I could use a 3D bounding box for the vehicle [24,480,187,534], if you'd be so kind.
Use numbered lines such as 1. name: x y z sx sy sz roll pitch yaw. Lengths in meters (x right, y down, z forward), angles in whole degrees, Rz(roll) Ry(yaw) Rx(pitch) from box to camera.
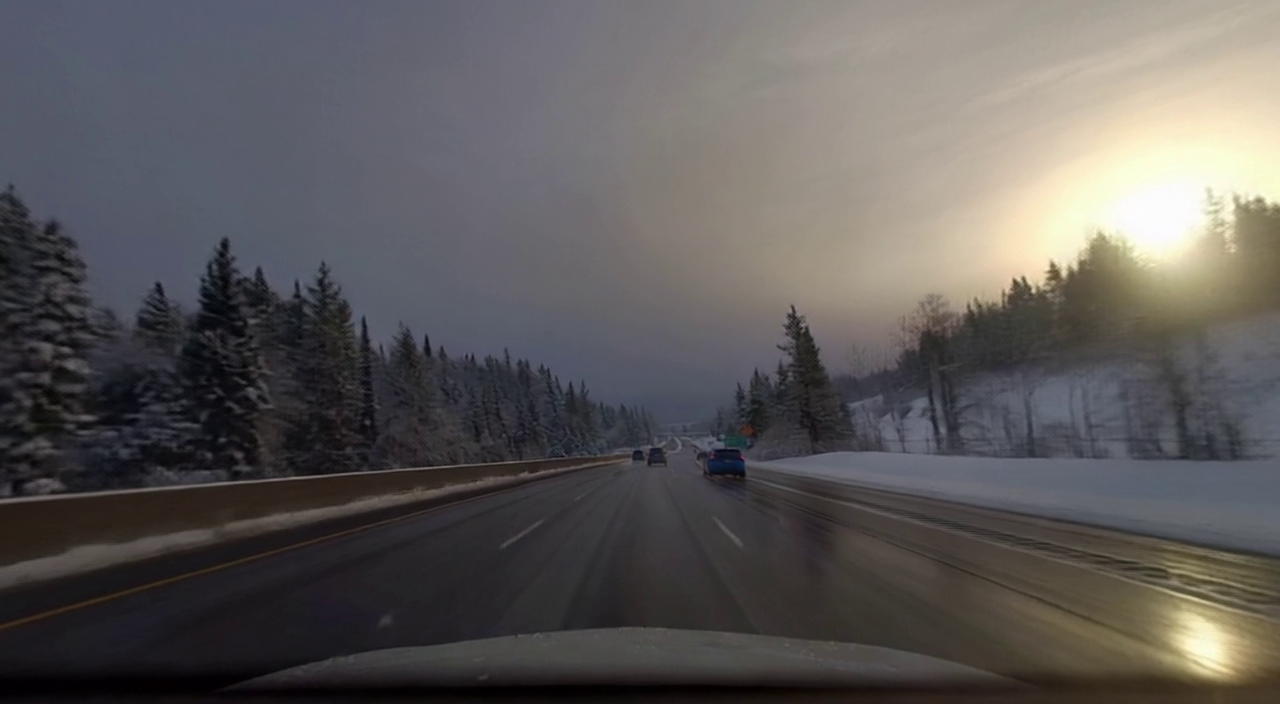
1. vehicle: -17.997 5.201 21.547 1.765 1.456 4.334 0 -9 0

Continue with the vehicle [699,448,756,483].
1. vehicle: 4.122 5.450 30.432 2.175 1.574 3.943 0 -9 0
